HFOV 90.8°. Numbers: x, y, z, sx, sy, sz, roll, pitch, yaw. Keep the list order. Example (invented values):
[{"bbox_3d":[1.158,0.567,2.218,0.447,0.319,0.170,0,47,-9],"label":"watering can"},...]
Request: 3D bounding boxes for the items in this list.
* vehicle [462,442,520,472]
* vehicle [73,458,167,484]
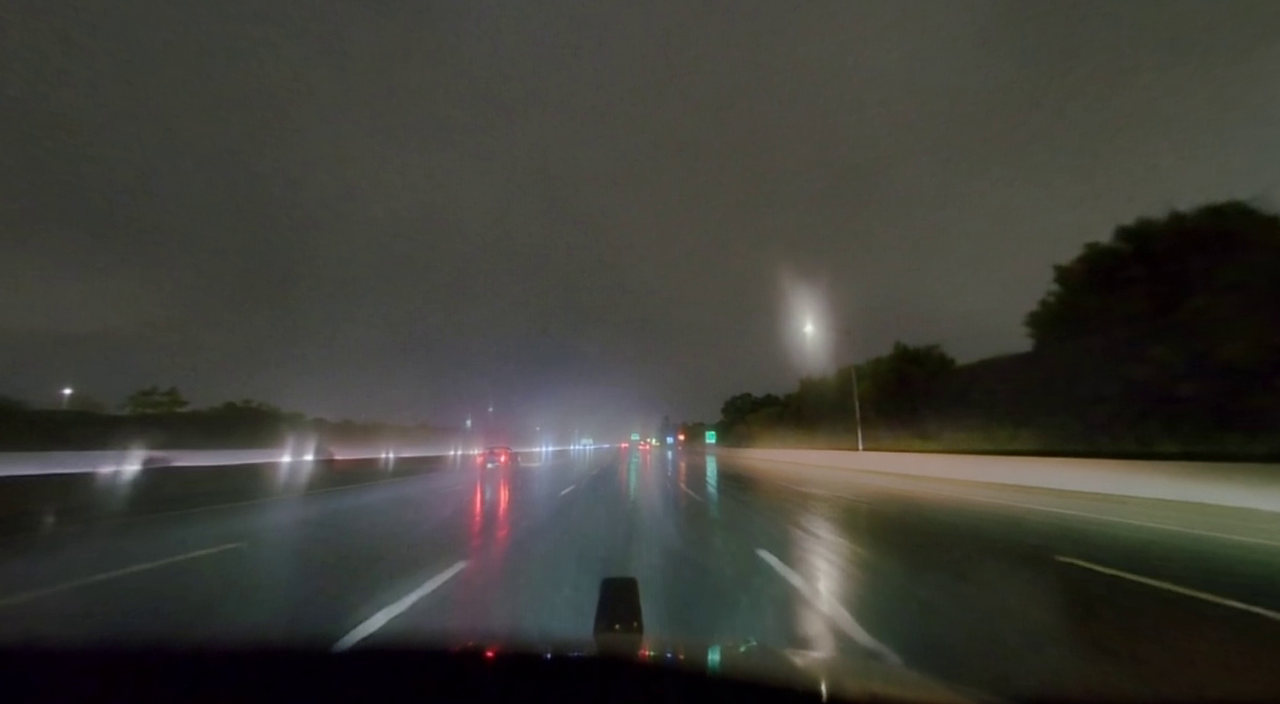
[{"bbox_3d":[-8.130,5.755,34.891,2.005,1.545,4.874,0,-8,0],"label":"vehicle"},{"bbox_3d":[-31.840,7.280,38.875,1.755,1.433,4.524,0,-8,4],"label":"vehicle"}]
